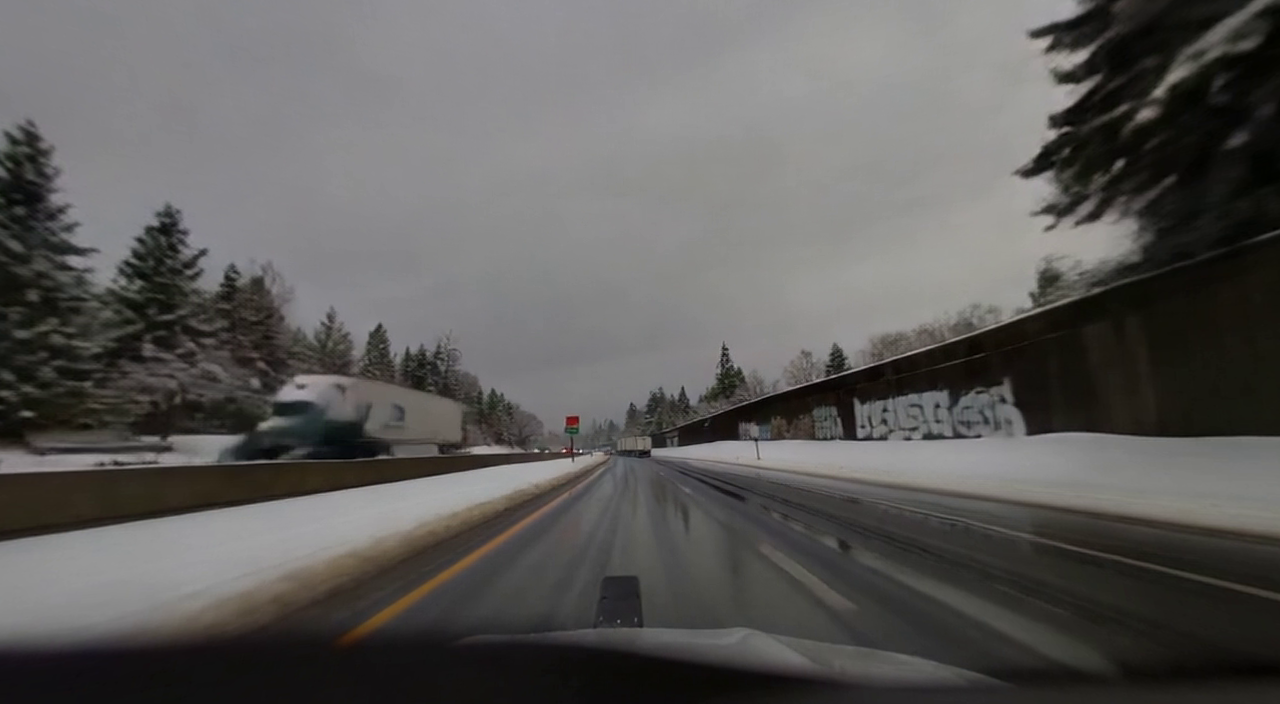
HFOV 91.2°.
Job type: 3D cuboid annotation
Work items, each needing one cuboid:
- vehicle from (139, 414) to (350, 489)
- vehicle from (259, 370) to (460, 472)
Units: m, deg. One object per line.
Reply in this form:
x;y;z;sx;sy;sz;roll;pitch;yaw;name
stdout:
-9.301;2.424;15.387;2.121;1.540;4.733;0;-9;0;vehicle
-13.424;4.001;33.071;3.086;3.976;16.980;0;-9;-1;vehicle
